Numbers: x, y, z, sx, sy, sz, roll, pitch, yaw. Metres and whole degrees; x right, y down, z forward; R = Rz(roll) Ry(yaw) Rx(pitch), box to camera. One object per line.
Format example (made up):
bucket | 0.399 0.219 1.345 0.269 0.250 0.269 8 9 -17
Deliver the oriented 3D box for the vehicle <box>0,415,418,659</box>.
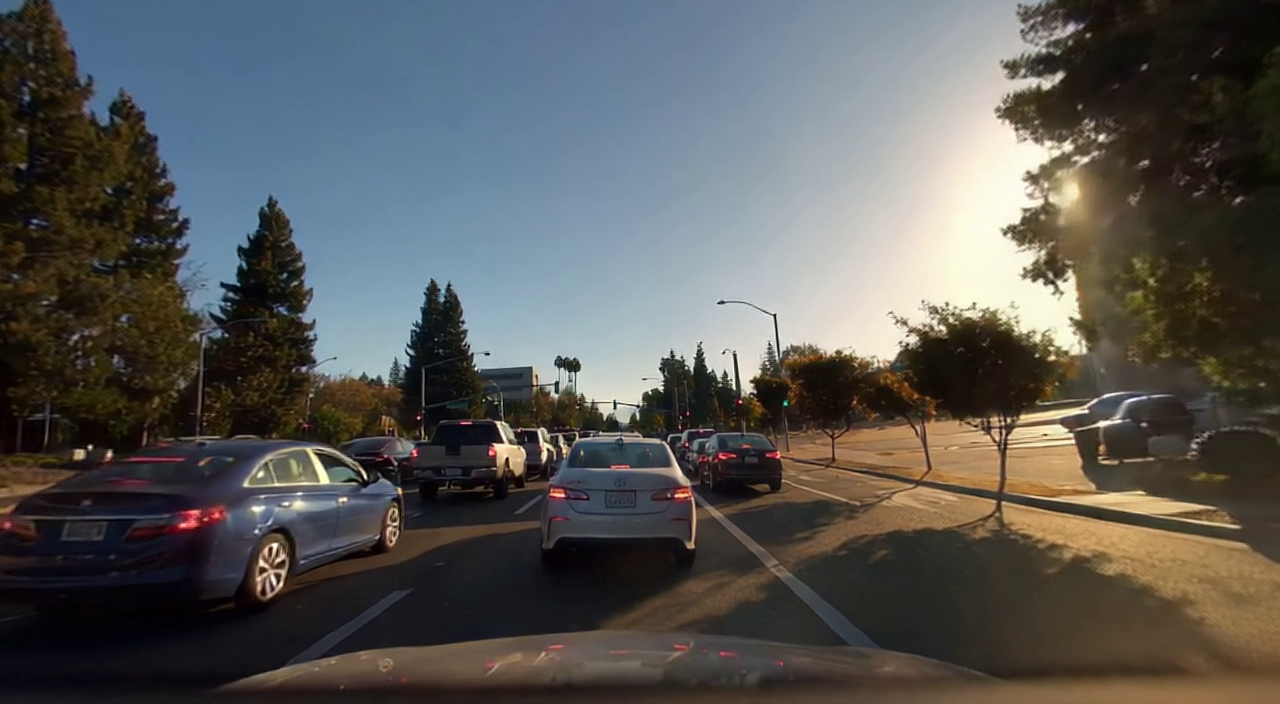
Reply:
vehicle | -3.864 1.443 6.014 1.985 1.467 4.224 0 -9 -1

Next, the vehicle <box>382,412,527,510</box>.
vehicle | -4.033 2.460 14.637 2.054 1.881 4.469 0 -9 -1

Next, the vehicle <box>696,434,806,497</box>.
vehicle | 2.807 2.991 17.043 1.978 1.452 4.381 0 -9 -3

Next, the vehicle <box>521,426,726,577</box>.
vehicle | -0.230 1.775 8.316 2.007 1.467 4.059 0 -9 -2
